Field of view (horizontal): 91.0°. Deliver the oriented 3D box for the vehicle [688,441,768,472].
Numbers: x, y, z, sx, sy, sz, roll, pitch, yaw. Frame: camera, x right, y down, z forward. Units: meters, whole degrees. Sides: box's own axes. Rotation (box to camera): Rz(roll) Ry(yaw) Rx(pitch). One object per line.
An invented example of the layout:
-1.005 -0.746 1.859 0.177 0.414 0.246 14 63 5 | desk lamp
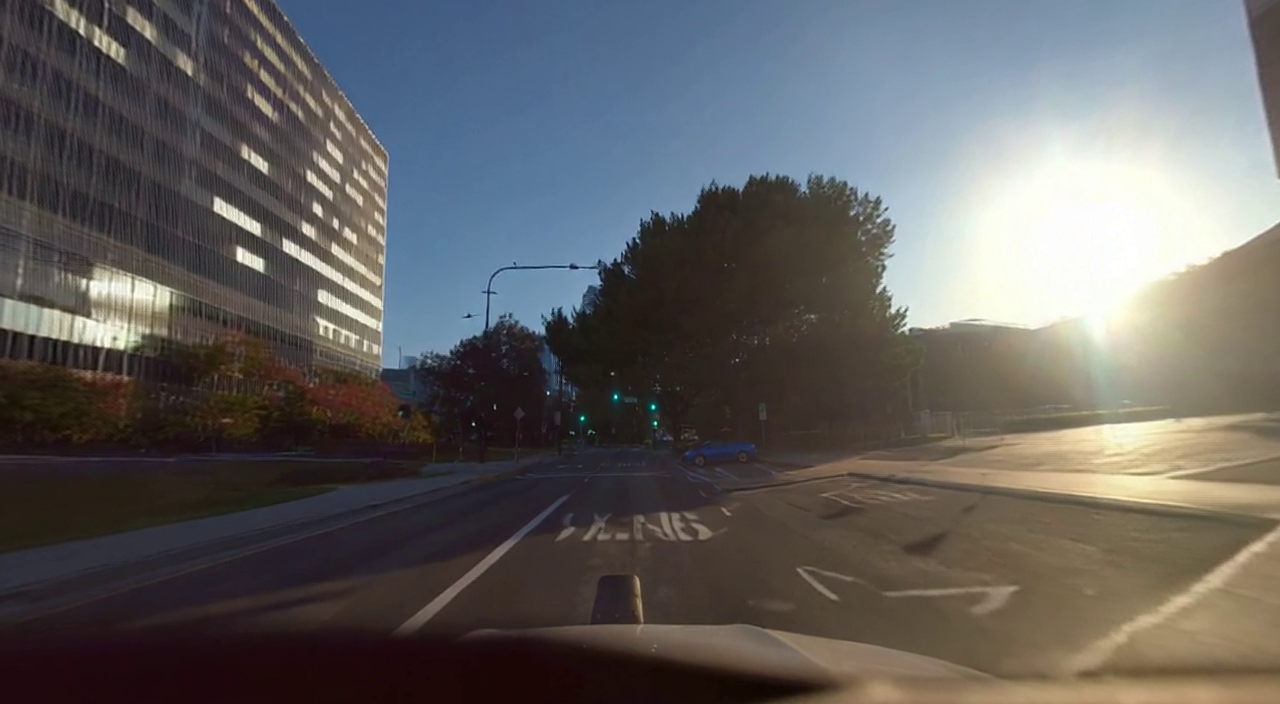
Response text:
4.642 5.457 33.154 3.844 1.524 1.847 5 -10 -31 | vehicle
